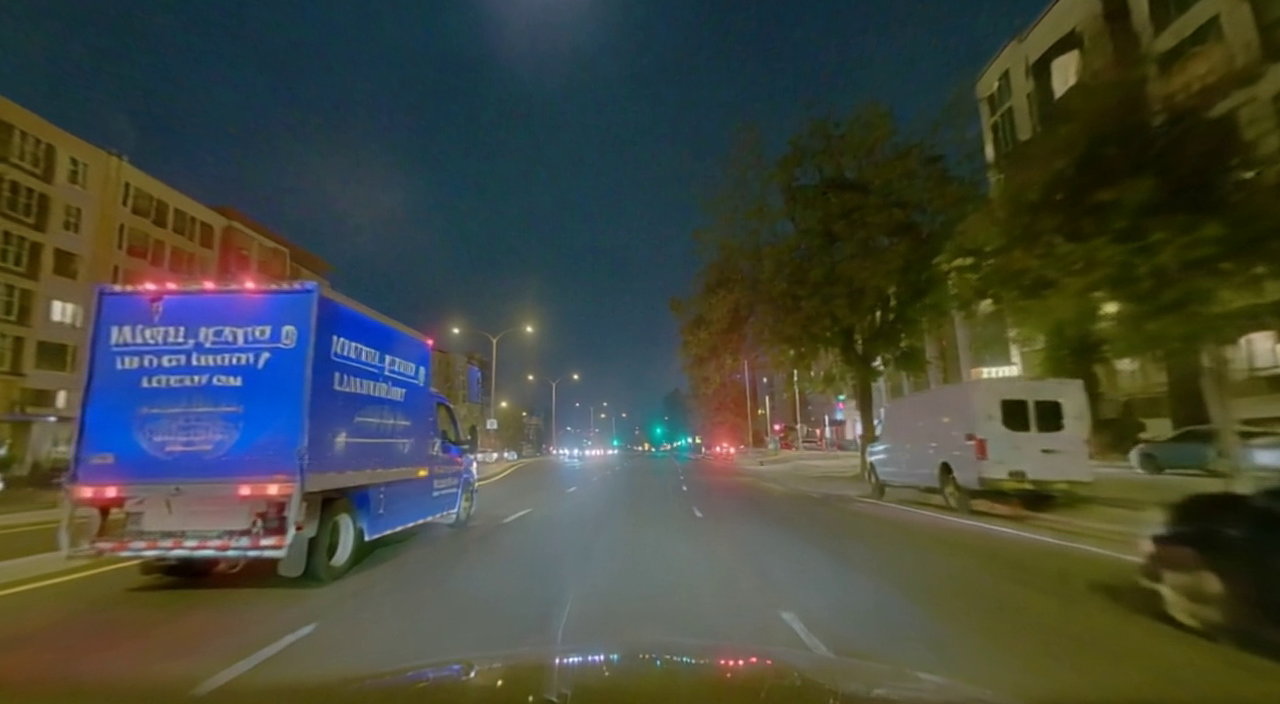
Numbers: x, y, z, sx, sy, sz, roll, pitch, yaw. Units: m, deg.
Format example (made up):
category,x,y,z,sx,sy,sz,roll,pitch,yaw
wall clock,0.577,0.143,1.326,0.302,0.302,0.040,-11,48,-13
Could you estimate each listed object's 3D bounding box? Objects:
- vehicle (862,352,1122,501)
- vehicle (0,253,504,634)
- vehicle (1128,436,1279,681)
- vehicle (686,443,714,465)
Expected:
category,x,y,z,sx,sy,sz,roll,pitch,yaw
vehicle,8.962,2.156,17.570,2.882,3.208,7.609,-1,-8,1
vehicle,-4.100,1.208,8.743,2.763,2.974,7.562,0,-8,0
vehicle,4.856,1.011,2.323,2.127,1.439,5.034,0,-8,0
vehicle,4.519,7.737,48.117,1.878,1.534,4.120,-1,-8,1
